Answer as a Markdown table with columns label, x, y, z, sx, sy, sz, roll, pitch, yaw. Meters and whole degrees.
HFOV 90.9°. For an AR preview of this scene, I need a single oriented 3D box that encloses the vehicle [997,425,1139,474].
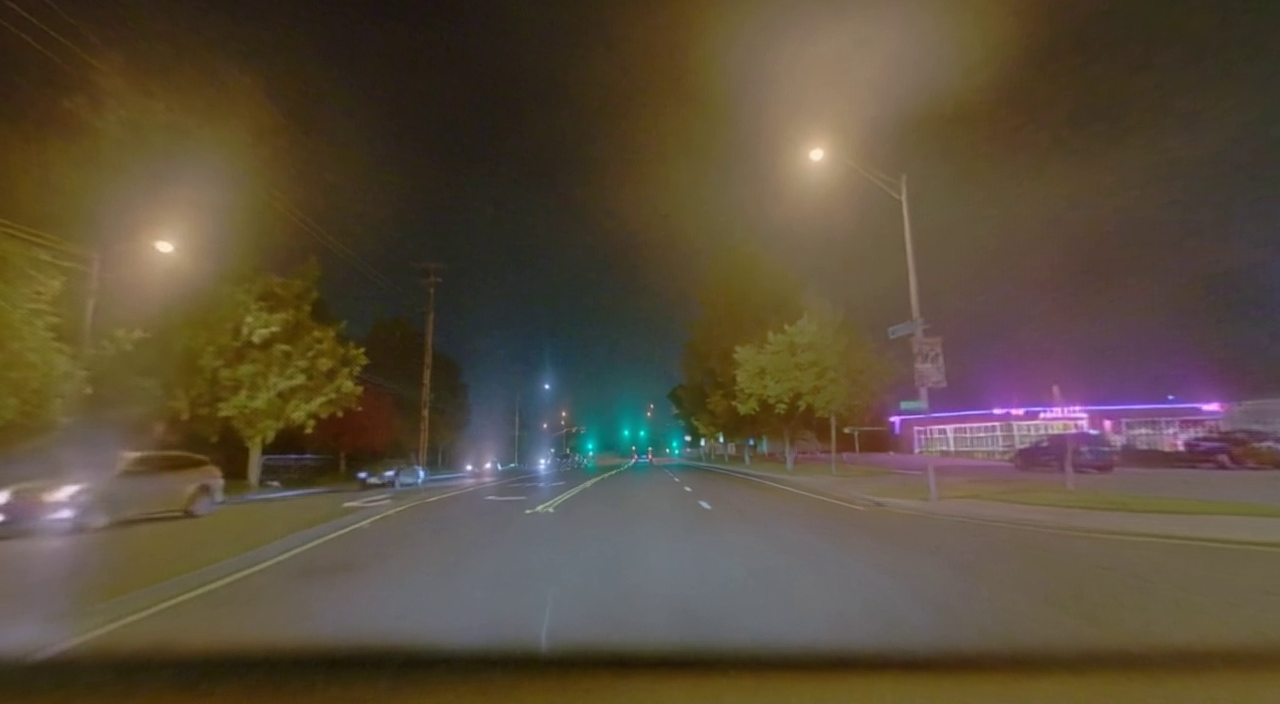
| label | x | y | z | sx | sy | sz | roll | pitch | yaw |
| --- | --- | --- | --- | --- | --- | --- | --- | --- | --- |
| vehicle | 17.107 | 3.975 | 25.599 | 2.021 | 1.753 | 4.941 | -1 | -9 | -3 |

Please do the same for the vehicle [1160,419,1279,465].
| label | x | y | z | sx | sy | sz | roll | pitch | yaw |
| --- | --- | --- | --- | --- | --- | --- | --- | --- | --- |
| vehicle | 24.457 | 3.767 | 26.017 | 1.996 | 1.723 | 4.576 | 0 | -10 | -1 |

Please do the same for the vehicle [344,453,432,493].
| label | x | y | z | sx | sy | sz | roll | pitch | yaw |
| --- | --- | --- | --- | --- | --- | --- | --- | --- | --- |
| vehicle | -10.787 | 5.190 | 27.328 | 1.873 | 1.516 | 4.339 | -1 | -8 | 2 |

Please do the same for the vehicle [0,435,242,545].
| label | x | y | z | sx | sy | sz | roll | pitch | yaw |
| --- | --- | --- | --- | --- | --- | --- | --- | --- | --- |
| vehicle | -10.737 | 2.666 | 12.923 | 2.000 | 1.817 | 4.624 | 0 | -8 | 1 |

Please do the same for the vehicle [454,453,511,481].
| label | x | y | z | sx | sy | sz | roll | pitch | yaw |
| --- | --- | --- | --- | --- | --- | --- | --- | --- | --- |
| vehicle | -9.648 | 7.077 | 39.072 | 2.084 | 1.517 | 5.096 | -1 | -8 | 2 |
